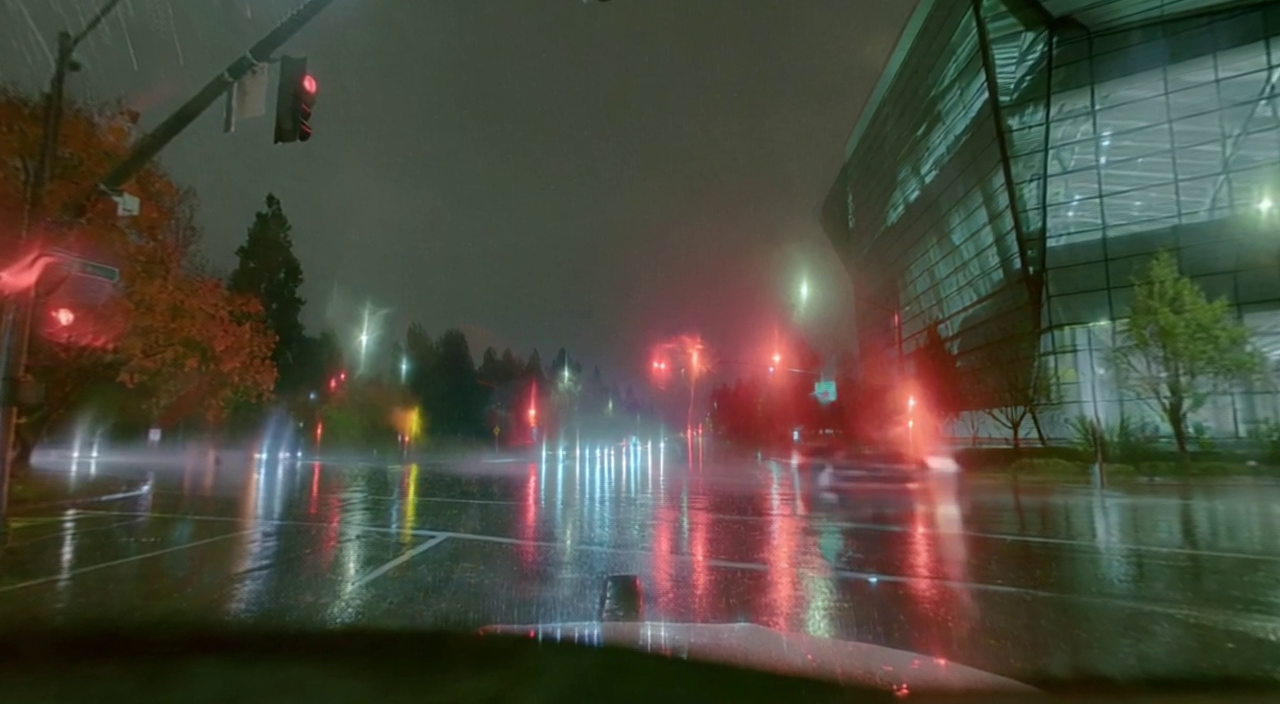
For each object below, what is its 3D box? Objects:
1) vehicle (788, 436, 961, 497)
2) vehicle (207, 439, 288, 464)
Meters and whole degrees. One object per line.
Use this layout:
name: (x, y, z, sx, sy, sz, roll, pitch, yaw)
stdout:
vehicle: (6.526, 3.166, 17.773, 4.110, 1.511, 1.883, -7, -11, 37)
vehicle: (-25.448, 6.442, 40.882, 5.408, 1.505, 2.091, -5, -10, 30)
